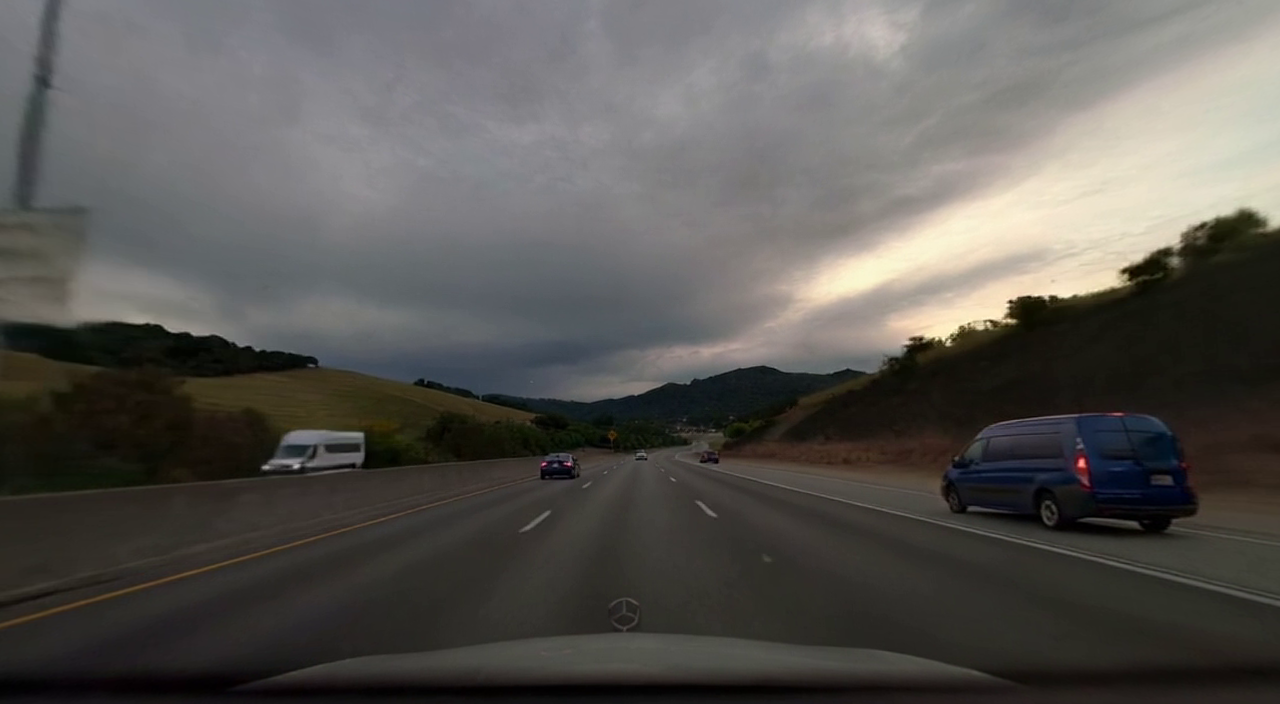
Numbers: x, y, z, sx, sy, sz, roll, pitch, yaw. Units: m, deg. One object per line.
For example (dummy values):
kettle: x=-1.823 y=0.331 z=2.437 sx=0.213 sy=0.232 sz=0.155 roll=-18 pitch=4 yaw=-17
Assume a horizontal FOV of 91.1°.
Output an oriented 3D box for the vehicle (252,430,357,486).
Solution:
vehicle: x=-18.753 y=5.958 z=35.668 sx=2.222 sy=2.806 sz=6.915 roll=0 pitch=-9 yaw=-1

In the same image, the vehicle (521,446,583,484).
vehicle: x=-3.840 y=5.018 z=28.244 sx=2.160 sy=1.530 sz=4.500 roll=0 pitch=-9 yaw=0

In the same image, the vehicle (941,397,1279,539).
vehicle: x=7.744 y=1.994 z=11.269 sx=2.133 sy=1.933 sz=4.986 roll=0 pitch=-9 yaw=-1

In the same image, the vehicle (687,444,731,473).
vehicle: x=4.108 y=6.448 z=38.340 sx=2.069 sy=1.625 sz=4.832 roll=0 pitch=-9 yaw=-1
